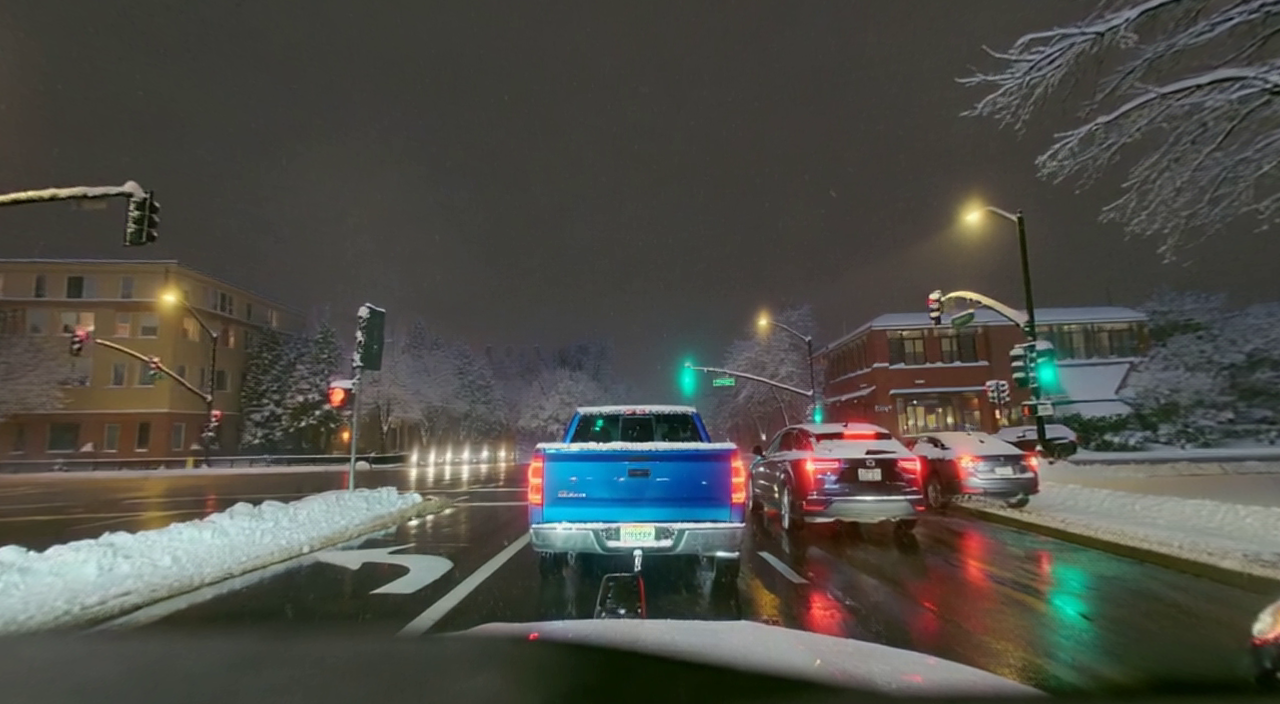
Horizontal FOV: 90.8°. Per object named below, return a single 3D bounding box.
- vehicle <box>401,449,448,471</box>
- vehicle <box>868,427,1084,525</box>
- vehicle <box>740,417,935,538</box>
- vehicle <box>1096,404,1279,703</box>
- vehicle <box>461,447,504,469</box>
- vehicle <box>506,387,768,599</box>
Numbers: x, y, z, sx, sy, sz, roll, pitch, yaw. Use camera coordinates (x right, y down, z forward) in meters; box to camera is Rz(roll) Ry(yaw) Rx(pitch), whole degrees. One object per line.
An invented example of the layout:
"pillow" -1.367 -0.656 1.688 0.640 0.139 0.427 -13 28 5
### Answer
"vehicle" -15.818 7.893 46.549 1.915 1.491 4.347 0 -8 1
"vehicle" 6.535 2.434 12.993 2.002 1.651 4.305 0 -8 -1
"vehicle" 3.233 2.155 11.478 2.013 1.742 4.424 0 -8 -1
"vehicle" 3.248 0.712 0.794 2.057 1.463 4.365 0 -8 0
"vehicle" -11.747 7.912 47.399 1.989 1.459 4.667 0 -8 0
"vehicle" -0.127 1.592 8.037 2.344 1.883 4.572 0 -8 -3
